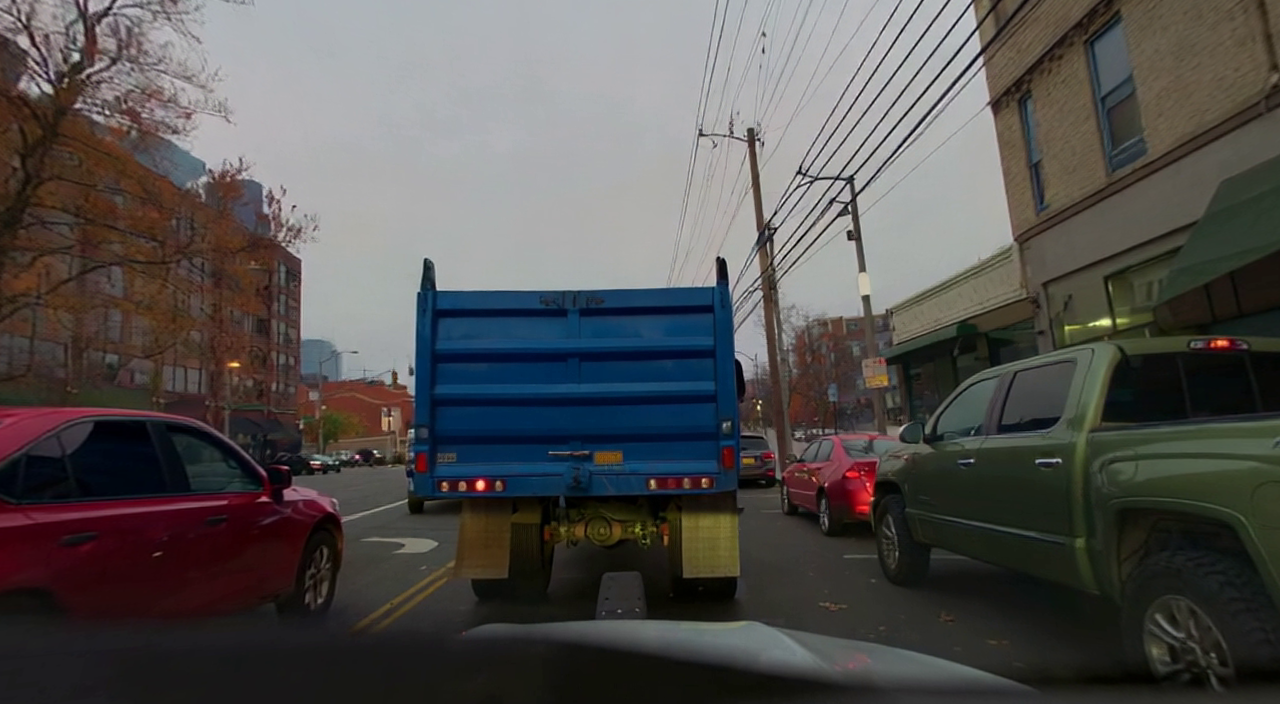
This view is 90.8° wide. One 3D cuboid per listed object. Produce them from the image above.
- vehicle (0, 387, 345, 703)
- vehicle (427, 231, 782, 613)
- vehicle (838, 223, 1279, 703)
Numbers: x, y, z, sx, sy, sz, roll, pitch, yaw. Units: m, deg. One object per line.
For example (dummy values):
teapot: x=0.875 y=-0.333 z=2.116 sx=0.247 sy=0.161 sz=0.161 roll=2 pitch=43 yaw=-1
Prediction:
vehicle: x=-4.119 y=1.192 z=4.325 sx=1.988 sy=1.657 sz=4.492 roll=0 pitch=-8 yaw=0
vehicle: x=-0.245 y=1.134 z=9.423 sx=2.878 sy=3.204 sz=8.244 roll=0 pitch=-8 yaw=1
vehicle: x=3.229 y=0.844 z=3.836 sx=2.242 sy=1.979 sz=5.722 roll=0 pitch=-8 yaw=1
